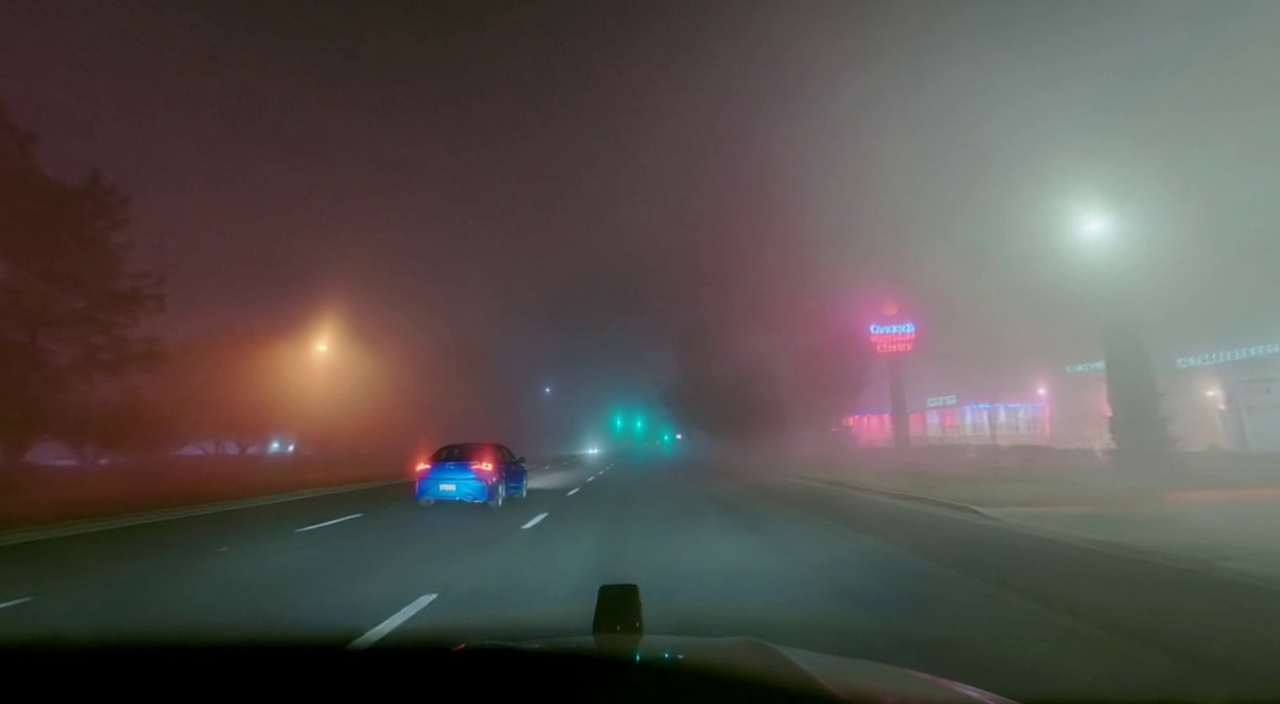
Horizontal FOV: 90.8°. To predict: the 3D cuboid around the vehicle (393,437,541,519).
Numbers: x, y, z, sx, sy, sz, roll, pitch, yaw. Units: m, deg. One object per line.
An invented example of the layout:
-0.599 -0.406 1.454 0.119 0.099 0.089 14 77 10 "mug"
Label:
-3.484 2.600 13.646 2.005 1.477 4.169 0 -8 0 "vehicle"
